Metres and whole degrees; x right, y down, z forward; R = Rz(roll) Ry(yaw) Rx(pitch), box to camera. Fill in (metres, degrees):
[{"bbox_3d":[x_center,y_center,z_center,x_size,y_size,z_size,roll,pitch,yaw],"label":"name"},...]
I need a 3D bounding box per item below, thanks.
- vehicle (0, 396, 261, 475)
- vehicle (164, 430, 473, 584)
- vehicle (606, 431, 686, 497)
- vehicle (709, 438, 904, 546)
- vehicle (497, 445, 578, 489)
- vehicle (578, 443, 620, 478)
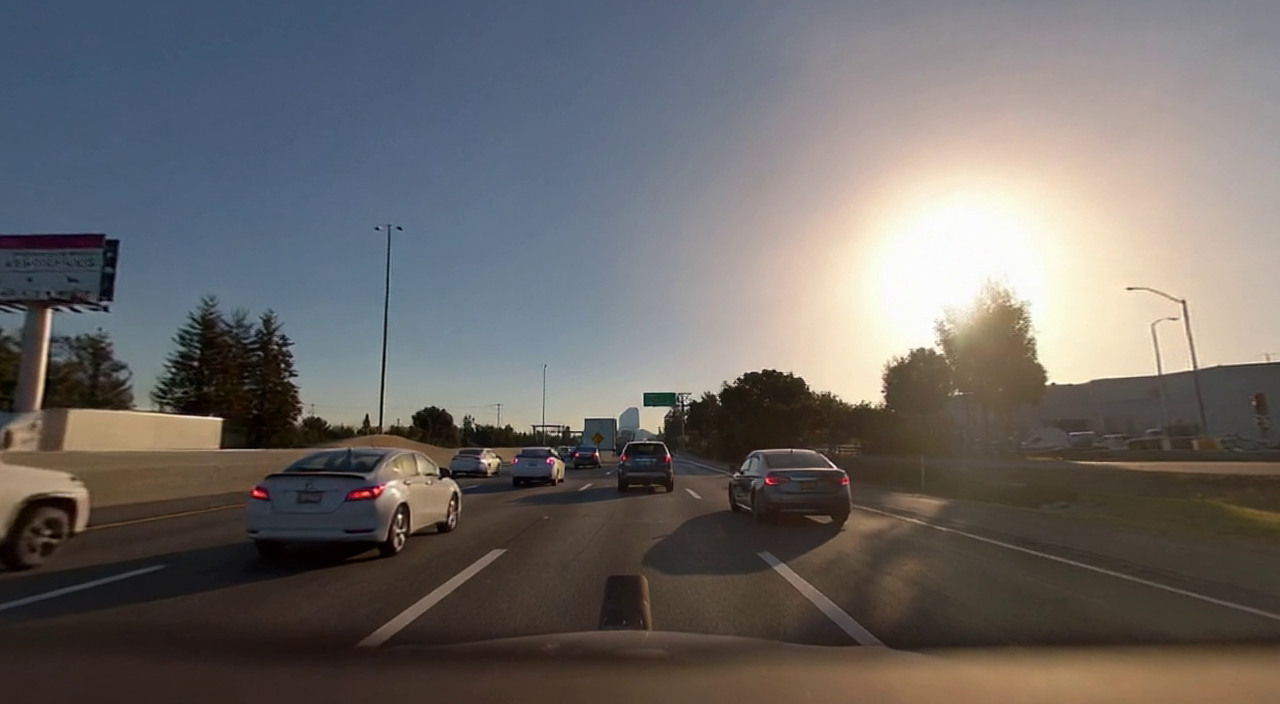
[{"bbox_3d":[-32.035,5.476,40.294,2.918,3.744,20.241,0,-8,1],"label":"vehicle"},{"bbox_3d":[-3.751,1.854,8.387,1.883,1.500,4.161,0,-9,0],"label":"vehicle"},{"bbox_3d":[0.202,3.345,19.106,2.152,1.779,3.924,0,-9,1],"label":"vehicle"},{"bbox_3d":[2.567,2.288,11.047,2.018,1.470,4.491,0,-9,-2],"label":"vehicle"},{"bbox_3d":[-3.641,4.174,23.254,2.132,1.464,4.481,0,-9,2],"label":"vehicle"},{"bbox_3d":[-2.121,5.394,31.575,1.937,1.601,3.798,1,-9,-6],"label":"vehicle"}]
